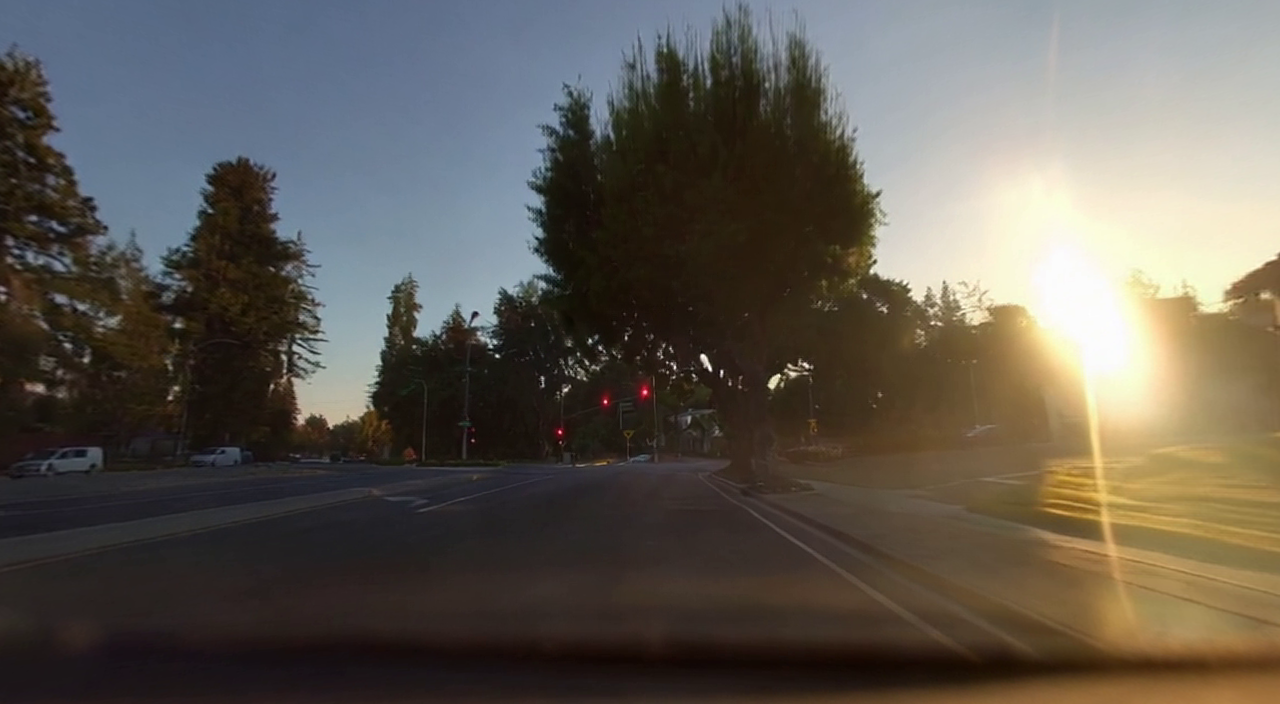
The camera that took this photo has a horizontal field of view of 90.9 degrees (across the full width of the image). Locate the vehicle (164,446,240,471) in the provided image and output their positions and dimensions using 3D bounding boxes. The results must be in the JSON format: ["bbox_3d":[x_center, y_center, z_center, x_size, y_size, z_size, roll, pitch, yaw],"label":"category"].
[{"bbox_3d":[-33.343,8.065,48.208,1.913,1.779,4.959,-1,-8,5],"label":"vehicle"}]

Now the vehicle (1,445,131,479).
[{"bbox_3d":[-34.221,6.561,37.902,2.136,1.862,5.788,-1,-8,4],"label":"vehicle"}]
